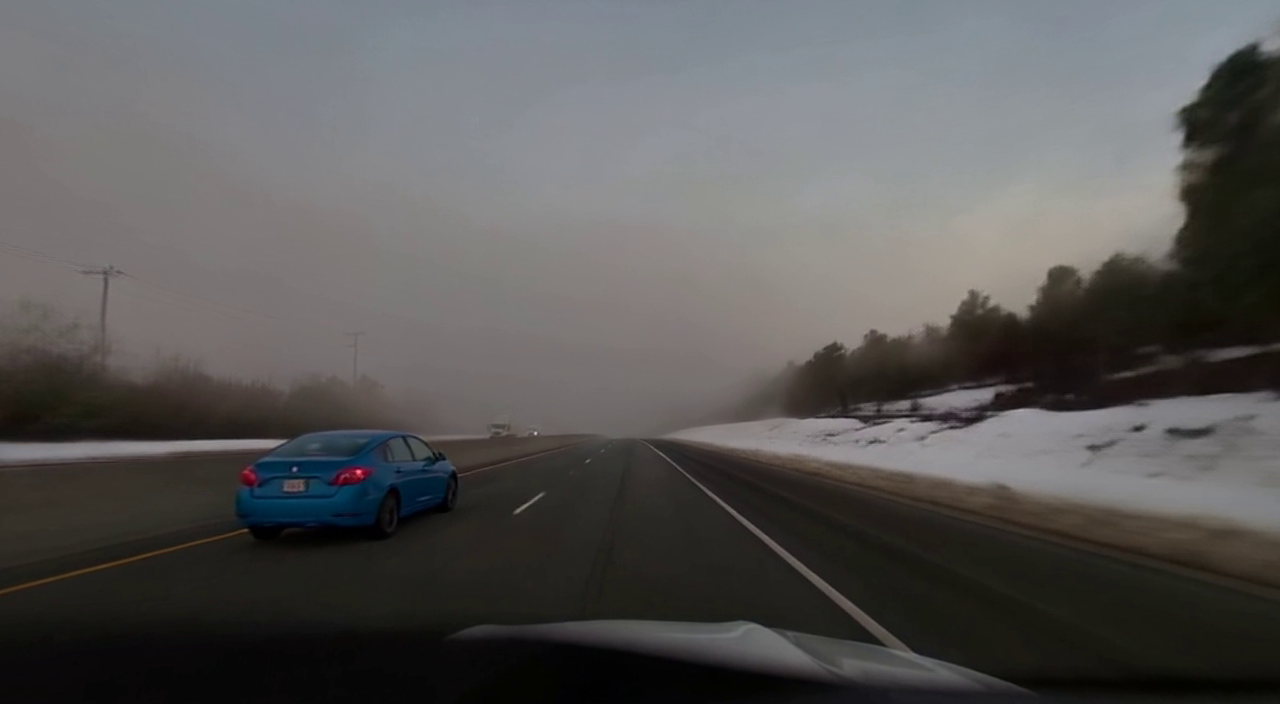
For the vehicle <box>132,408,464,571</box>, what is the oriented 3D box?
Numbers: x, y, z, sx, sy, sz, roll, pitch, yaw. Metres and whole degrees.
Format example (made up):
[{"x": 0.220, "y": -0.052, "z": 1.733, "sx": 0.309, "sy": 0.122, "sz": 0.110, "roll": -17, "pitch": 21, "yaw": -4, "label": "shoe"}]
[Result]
[{"x": -3.818, "y": 1.580, "z": 8.024, "sx": 1.999, "sy": 1.536, "sz": 3.969, "roll": 0, "pitch": -8, "yaw": 0, "label": "vehicle"}]
